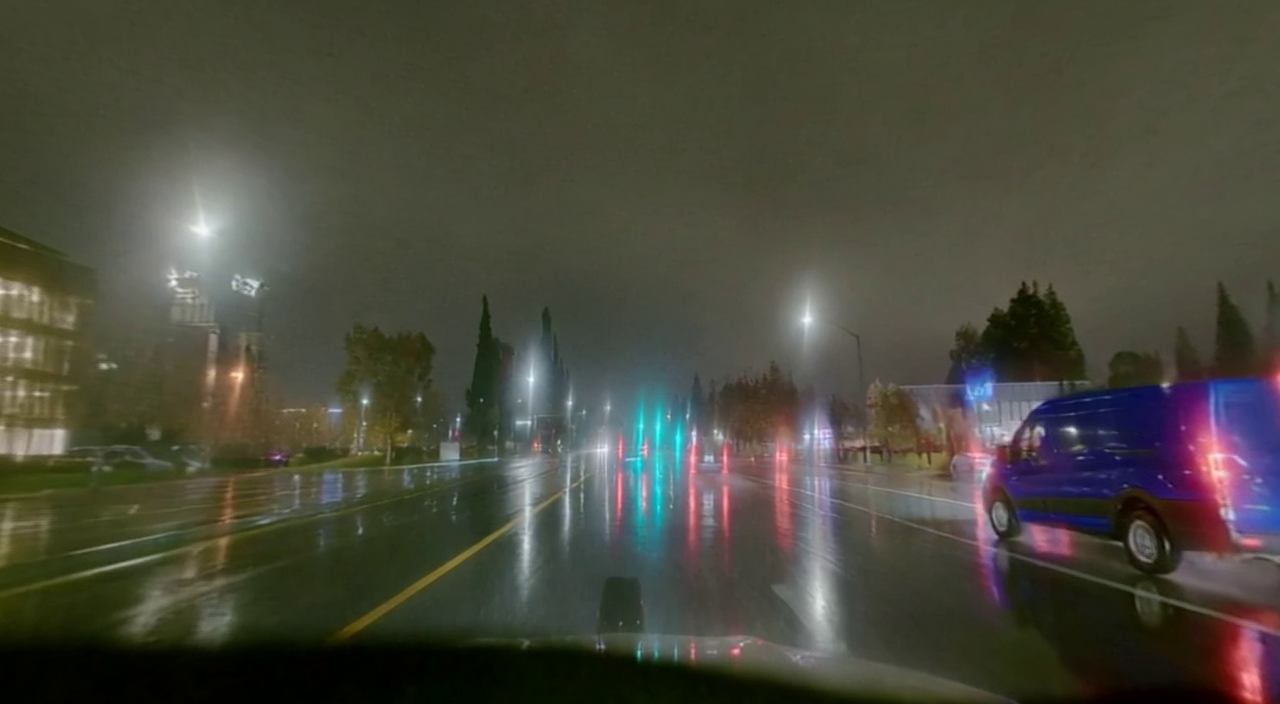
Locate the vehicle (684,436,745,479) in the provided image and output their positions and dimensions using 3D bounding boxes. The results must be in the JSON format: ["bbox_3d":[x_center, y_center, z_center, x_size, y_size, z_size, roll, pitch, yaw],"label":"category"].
[{"bbox_3d":[3.113,4.534,27.401,2.047,1.711,4.265,0,-8,-1],"label":"vehicle"}]

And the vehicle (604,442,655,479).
[{"bbox_3d":[-0.449,4.714,27.715,2.095,1.456,3.873,0,-8,-1],"label":"vehicle"}]

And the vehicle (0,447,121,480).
[{"bbox_3d":[-28.976,5.531,31.721,1.877,1.455,4.629,-1,-8,0],"label":"vehicle"}]

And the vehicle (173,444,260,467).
[{"bbox_3d":[-29.920,7.350,44.714,4.761,1.522,1.968,-2,-10,4],"label":"vehicle"}]

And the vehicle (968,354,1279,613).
[{"bbox_3d":[6.576,1.386,7.247,2.573,2.127,5.568,0,-8,0],"label":"vehicle"}]
